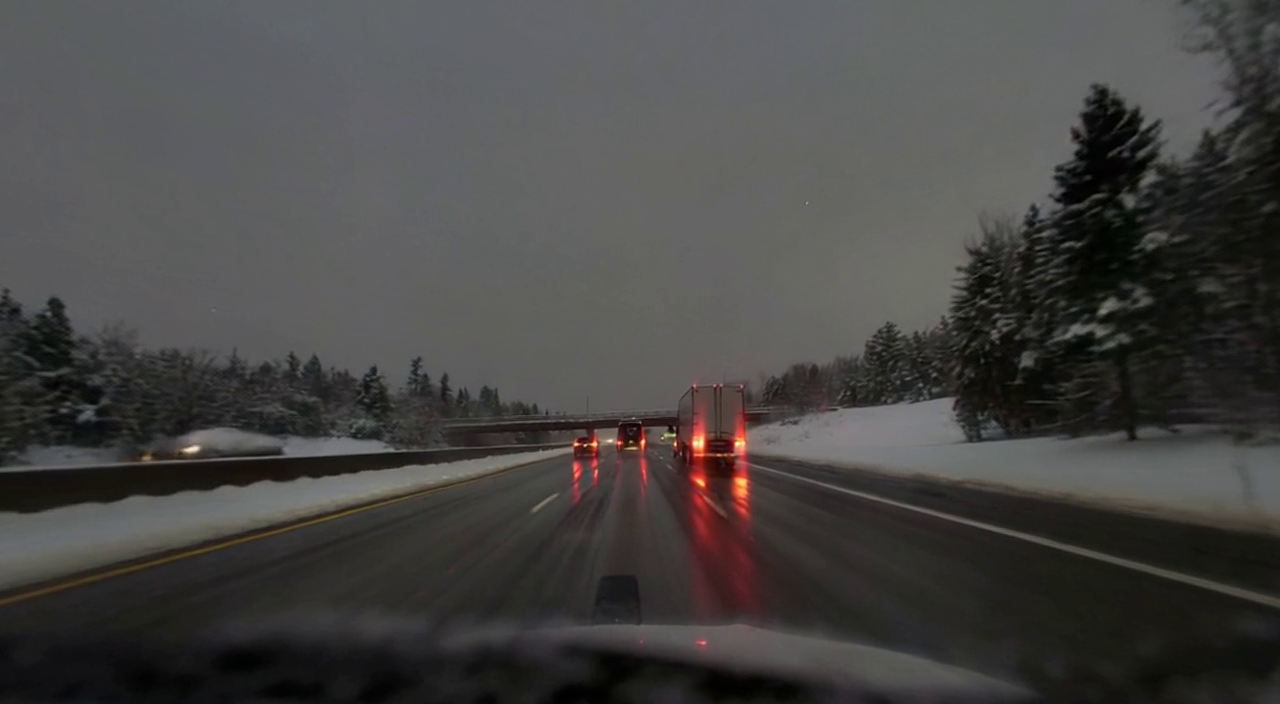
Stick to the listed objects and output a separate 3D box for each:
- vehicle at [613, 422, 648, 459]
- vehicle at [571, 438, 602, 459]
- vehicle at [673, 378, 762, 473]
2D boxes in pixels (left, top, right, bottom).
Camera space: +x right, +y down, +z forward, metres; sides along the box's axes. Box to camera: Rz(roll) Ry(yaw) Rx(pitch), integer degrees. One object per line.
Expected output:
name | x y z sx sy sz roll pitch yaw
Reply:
vehicle | -0.729 6.856 48.577 2.481 2.618 6.314 0 -8 0
vehicle | -4.157 7.636 49.862 2.111 1.536 4.270 0 -8 0
vehicle | 3.576 3.897 32.189 2.997 3.983 10.860 1 -8 -1
